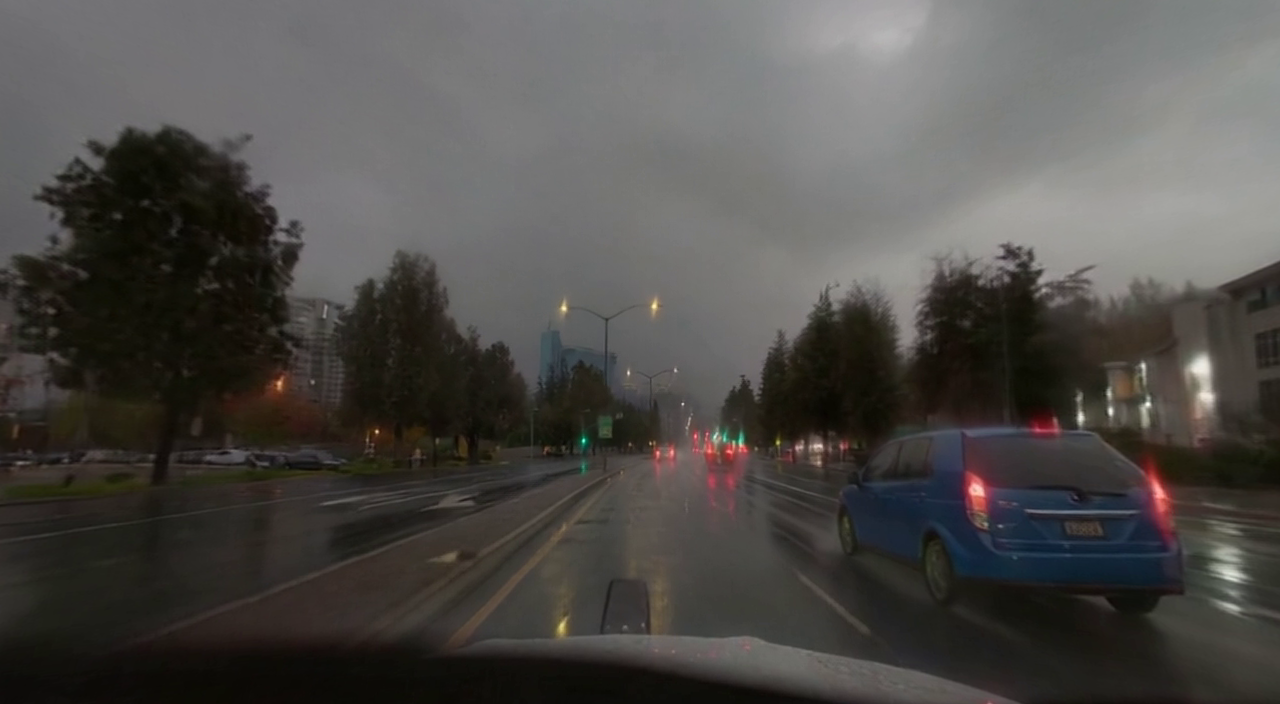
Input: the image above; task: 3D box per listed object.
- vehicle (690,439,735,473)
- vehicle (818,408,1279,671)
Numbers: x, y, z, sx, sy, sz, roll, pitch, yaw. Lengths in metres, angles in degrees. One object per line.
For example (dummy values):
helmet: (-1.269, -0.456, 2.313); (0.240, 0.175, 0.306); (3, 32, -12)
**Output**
vehicle: (4.193, 6.079, 37.095); (2.154, 1.844, 4.634); (-1, -8, 1)
vehicle: (3.221, 1.477, 6.021); (1.901, 1.634, 3.952); (-1, -8, 1)
